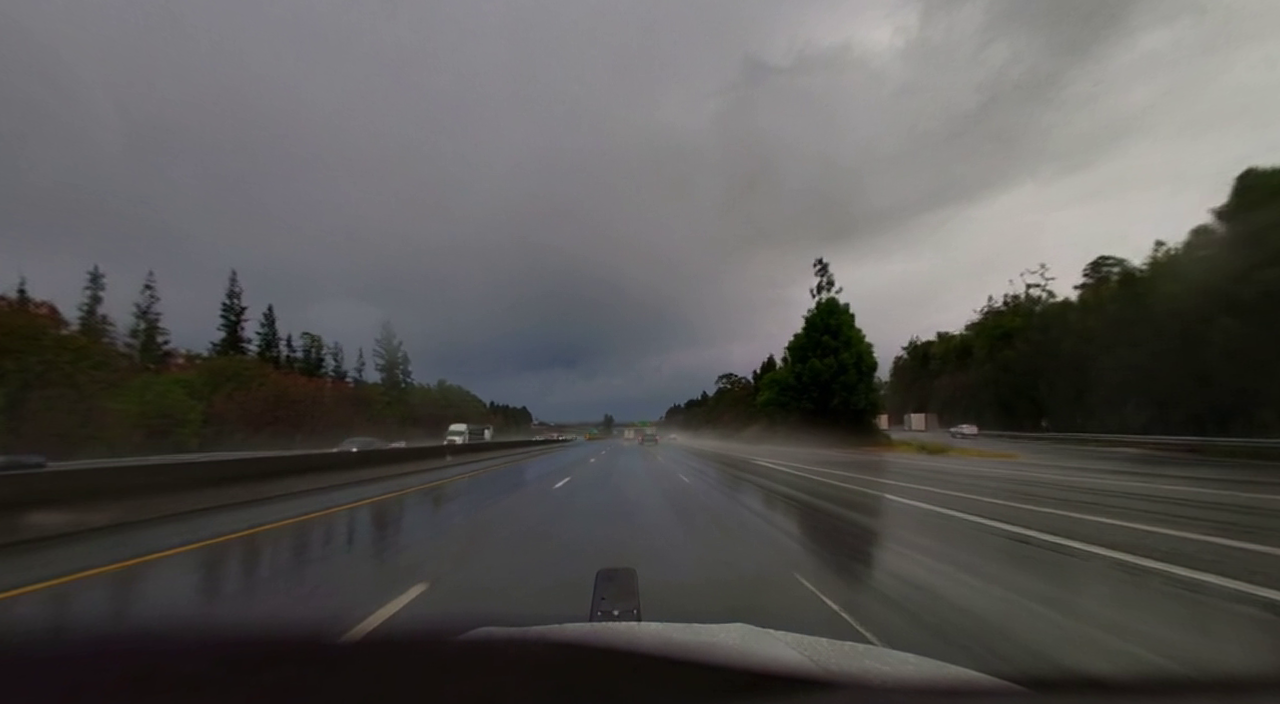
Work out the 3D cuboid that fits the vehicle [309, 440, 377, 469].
[{"bbox_3d":[-16.816,5.800,35.930,1.823,1.495,4.315,0,-8,-1],"label":"vehicle"}]
